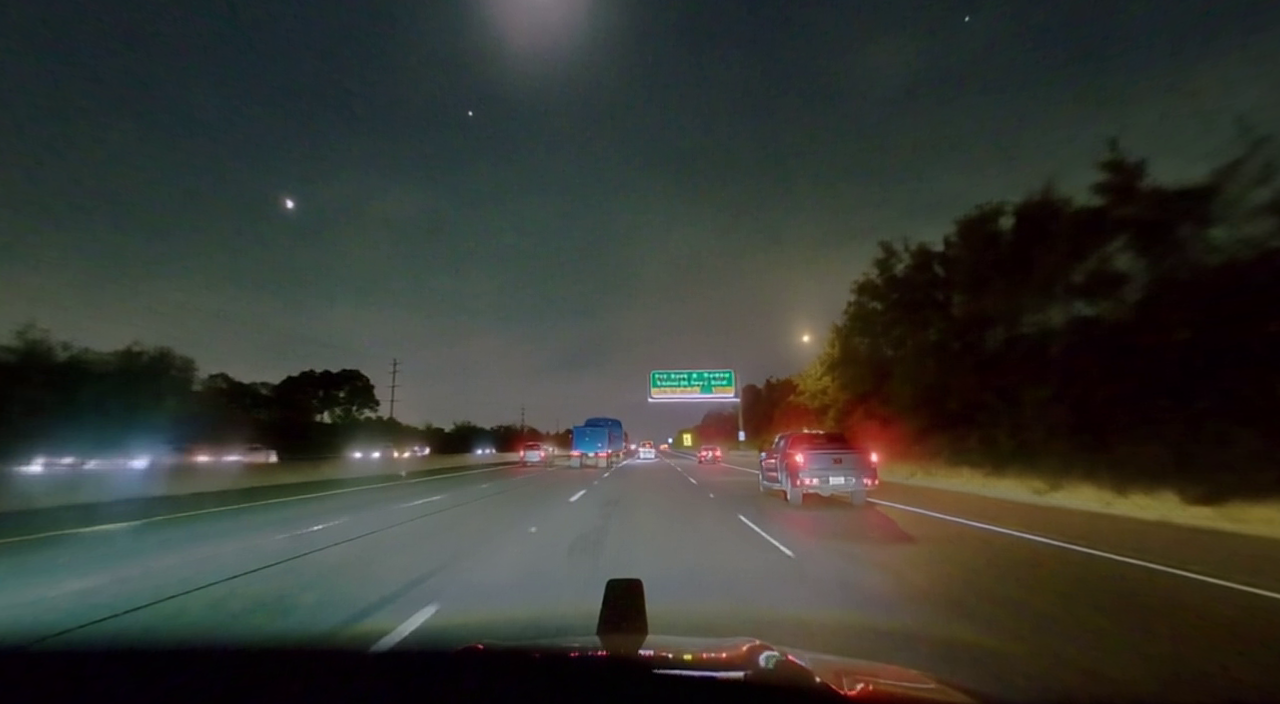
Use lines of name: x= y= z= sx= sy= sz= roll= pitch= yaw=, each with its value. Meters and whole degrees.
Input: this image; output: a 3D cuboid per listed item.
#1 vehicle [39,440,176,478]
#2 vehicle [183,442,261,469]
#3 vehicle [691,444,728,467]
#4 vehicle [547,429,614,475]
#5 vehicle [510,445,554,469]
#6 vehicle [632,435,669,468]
vehicle: x=-25.030 y=5.028 z=29.947 sx=2.003 sy=1.641 sz=5.102 roll=0 pitch=-8 yaw=1
vehicle: x=-28.638 y=7.100 z=43.429 sx=1.945 sy=1.742 sz=4.887 roll=0 pitch=-8 yaw=0
vehicle: x=4.780 y=7.156 z=43.854 sx=1.993 sy=1.474 sz=4.230 roll=0 pitch=-8 yaw=-1
vehicle: x=-3.429 y=6.439 z=41.208 sx=2.854 sy=2.379 sz=16.653 roll=0 pitch=-8 yaw=0
vehicle: x=-7.035 y=6.871 z=41.567 sx=1.965 sy=1.437 sz=4.592 roll=-1 pitch=-8 yaw=2
vehicle: x=0.694 y=6.717 z=42.764 sx=2.309 sy=2.023 sz=5.130 roll=0 pitch=-8 yaw=0
